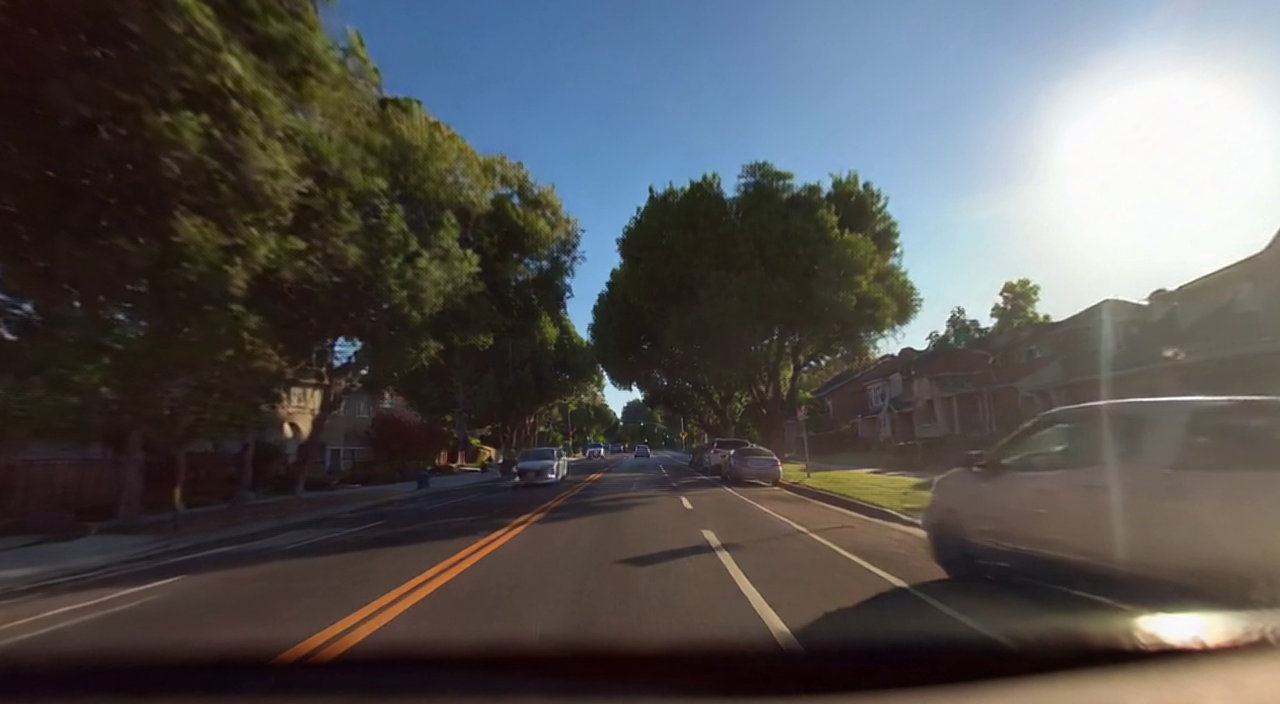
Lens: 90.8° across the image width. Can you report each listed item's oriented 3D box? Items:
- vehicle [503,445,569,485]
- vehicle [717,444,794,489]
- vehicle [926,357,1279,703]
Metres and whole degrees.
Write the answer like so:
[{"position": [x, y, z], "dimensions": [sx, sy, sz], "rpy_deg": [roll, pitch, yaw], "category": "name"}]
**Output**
[{"position": [-4.259, 4.691, 26.592], "dimensions": [1.960, 1.521, 4.397], "rpy_deg": [0, -8, 1], "category": "vehicle"}, {"position": [4.024, 4.044, 22.759], "dimensions": [1.874, 1.415, 4.683], "rpy_deg": [0, -8, 0], "category": "vehicle"}, {"position": [3.865, 1.050, 3.826], "dimensions": [2.087, 1.725, 4.986], "rpy_deg": [-1, -8, 2], "category": "vehicle"}]
